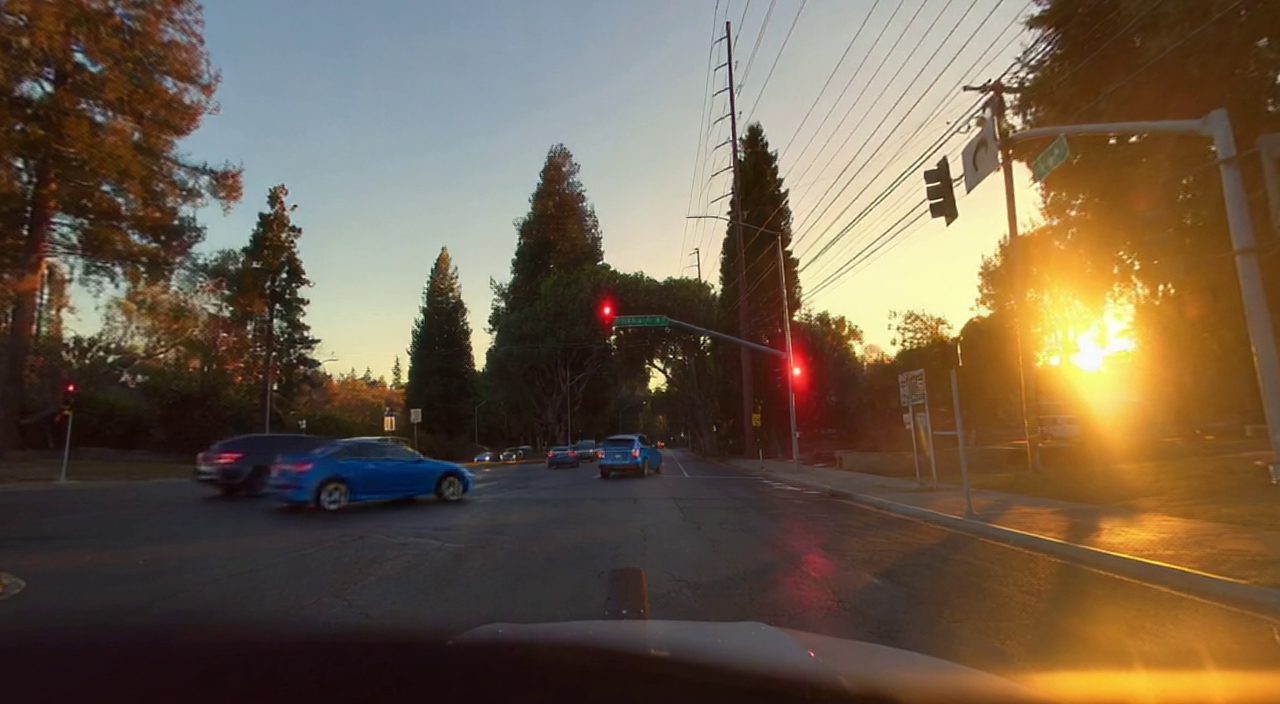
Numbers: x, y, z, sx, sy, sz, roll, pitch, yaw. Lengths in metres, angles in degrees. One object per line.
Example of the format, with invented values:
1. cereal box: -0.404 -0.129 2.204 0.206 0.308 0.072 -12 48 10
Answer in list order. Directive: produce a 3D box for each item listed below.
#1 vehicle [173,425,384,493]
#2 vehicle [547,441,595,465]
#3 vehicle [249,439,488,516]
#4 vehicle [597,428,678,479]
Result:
1. vehicle: -10.549 3.112 18.638 5.044 1.750 1.929 7 -11 -42
2. vehicle: -4.373 6.507 40.473 1.846 1.446 4.531 -2 -9 10
3. vehicle: -6.039 2.748 14.413 2.019 1.455 4.529 -8 -12 43
4. vehicle: 0.046 4.440 27.739 2.137 1.986 5.930 -2 -9 14
